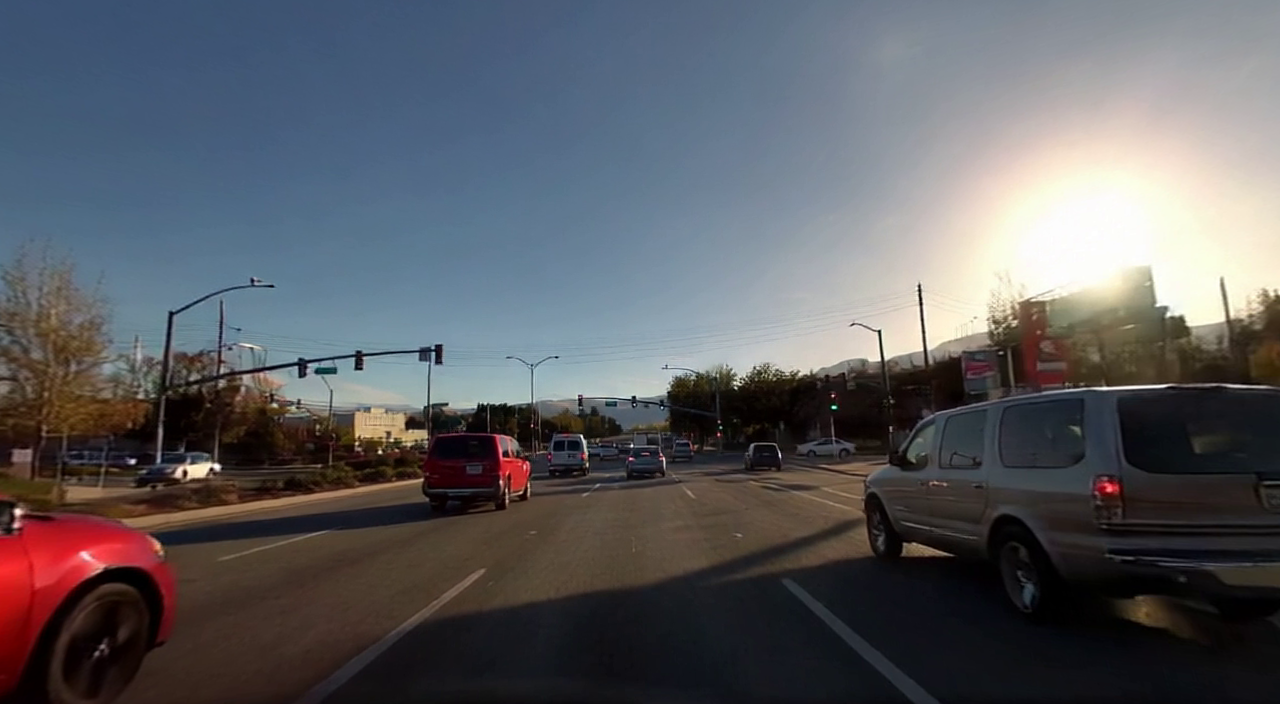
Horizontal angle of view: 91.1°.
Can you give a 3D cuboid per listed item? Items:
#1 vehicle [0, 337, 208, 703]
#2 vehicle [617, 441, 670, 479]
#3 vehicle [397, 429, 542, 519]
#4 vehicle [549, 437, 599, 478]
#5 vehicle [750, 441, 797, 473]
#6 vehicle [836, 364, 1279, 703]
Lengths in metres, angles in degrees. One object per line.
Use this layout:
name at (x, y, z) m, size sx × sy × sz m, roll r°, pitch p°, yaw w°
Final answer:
vehicle at (-3.467, 0.619, 1.057) m, size 2.159 × 1.717 × 4.581 m, roll 0°, pitch -9°, yaw 1°
vehicle at (0.147, 5.323, 31.337) m, size 2.426 × 1.703 × 5.602 m, roll 0°, pitch -8°, yaw 0°
vehicle at (-3.768, 2.795, 14.973) m, size 2.002 × 1.747 × 5.173 m, roll 0°, pitch -8°, yaw 0°
vehicle at (-3.353, 5.487, 32.959) m, size 2.025 × 1.936 × 4.995 m, roll 0°, pitch -9°, yaw 1°
vehicle at (7.595, 6.001, 36.188) m, size 2.119 × 1.696 × 4.623 m, roll -1°, pitch -9°, yaw 5°
vehicle at (3.586, 1.304, 5.630) m, size 2.055 × 1.786 × 4.817 m, roll 0°, pitch -9°, yaw 0°
